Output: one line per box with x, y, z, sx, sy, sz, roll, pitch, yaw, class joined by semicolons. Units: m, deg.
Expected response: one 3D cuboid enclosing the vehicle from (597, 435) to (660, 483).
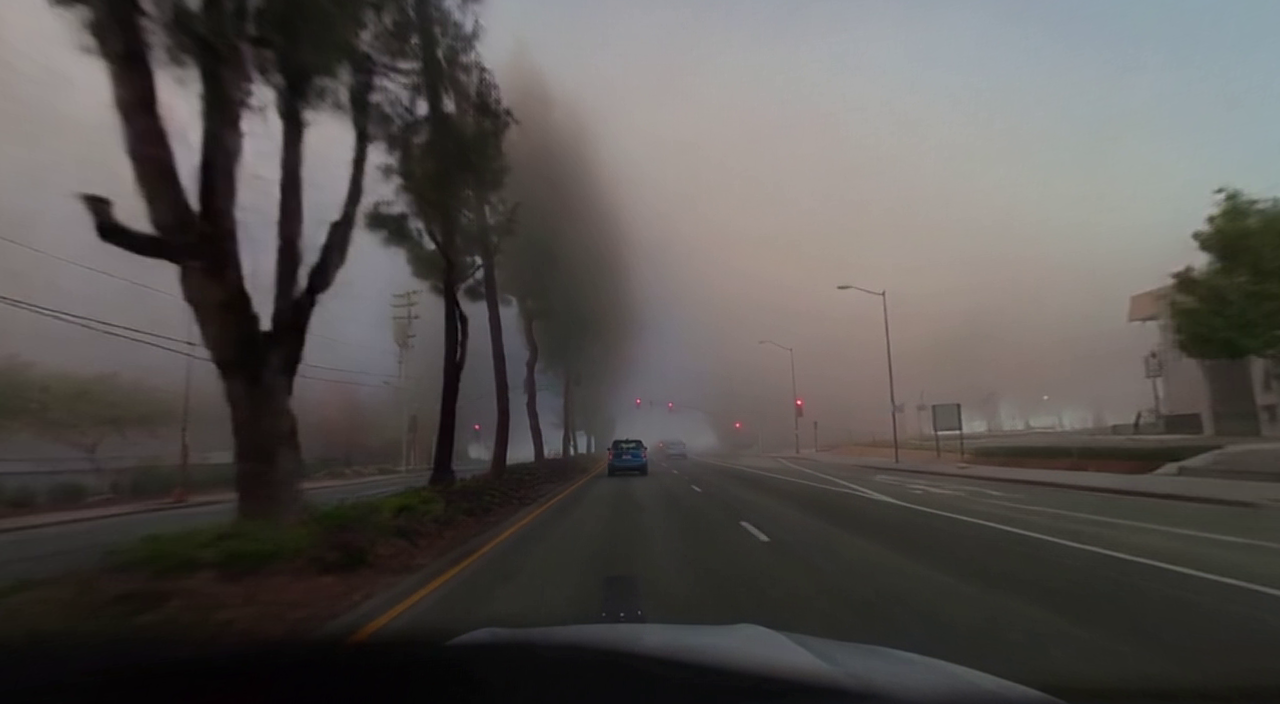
-0.411;4.013;23.948;2.181;1.639;4.127;0;-8;0;vehicle
